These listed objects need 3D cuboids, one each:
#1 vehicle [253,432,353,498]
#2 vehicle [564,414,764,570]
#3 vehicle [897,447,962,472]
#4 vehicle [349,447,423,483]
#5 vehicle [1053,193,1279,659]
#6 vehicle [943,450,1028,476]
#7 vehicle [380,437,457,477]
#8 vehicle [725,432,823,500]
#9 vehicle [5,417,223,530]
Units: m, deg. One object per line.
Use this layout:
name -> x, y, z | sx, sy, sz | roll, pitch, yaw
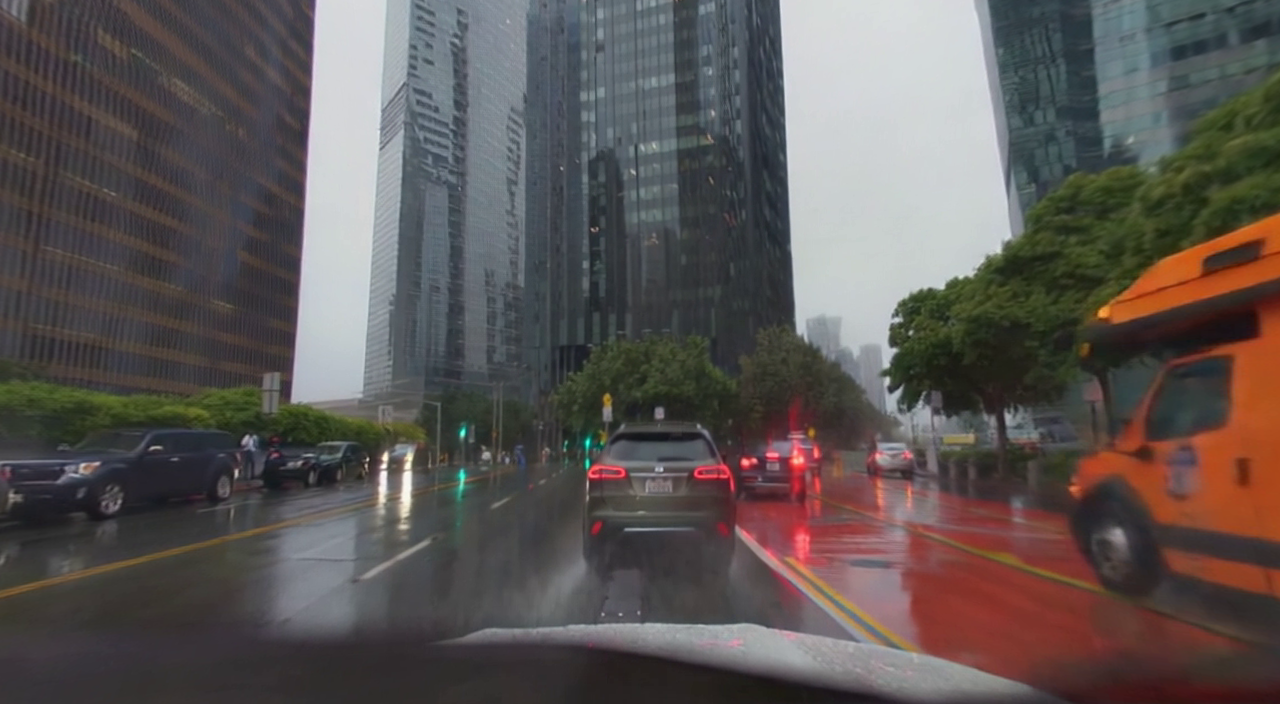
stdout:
vehicle -> -10.954, 3.658, 20.810 | 1.559, 1.973, 3.419 | 1, -8, -4
vehicle -> 0.327, 1.844, 9.085 | 2.192, 1.695, 4.142 | 0, -8, 2
vehicle -> 22.498, 8.344, 49.182 | 4.211, 1.820, 2.094 | -6, -10, 33
vehicle -> -11.221, 4.986, 28.193 | 1.791, 1.463, 4.210 | 0, -8, -4
vehicle -> 5.792, 0.280, 2.733 | 3.113, 3.116, 7.650 | -1, -8, 3
vehicle -> 24.157, 7.723, 44.217 | 4.956, 1.706, 1.822 | -6, -10, 34
vehicle -> -11.646, 5.552, 33.714 | 2.338, 1.963, 5.740 | 0, -8, -3
vehicle -> 3.878, 3.392, 19.217 | 2.143, 1.793, 4.763 | 0, -8, 3
vehicle -> -10.325, 2.370, 12.798 | 1.543, 1.946, 3.454 | 1, -8, -5
